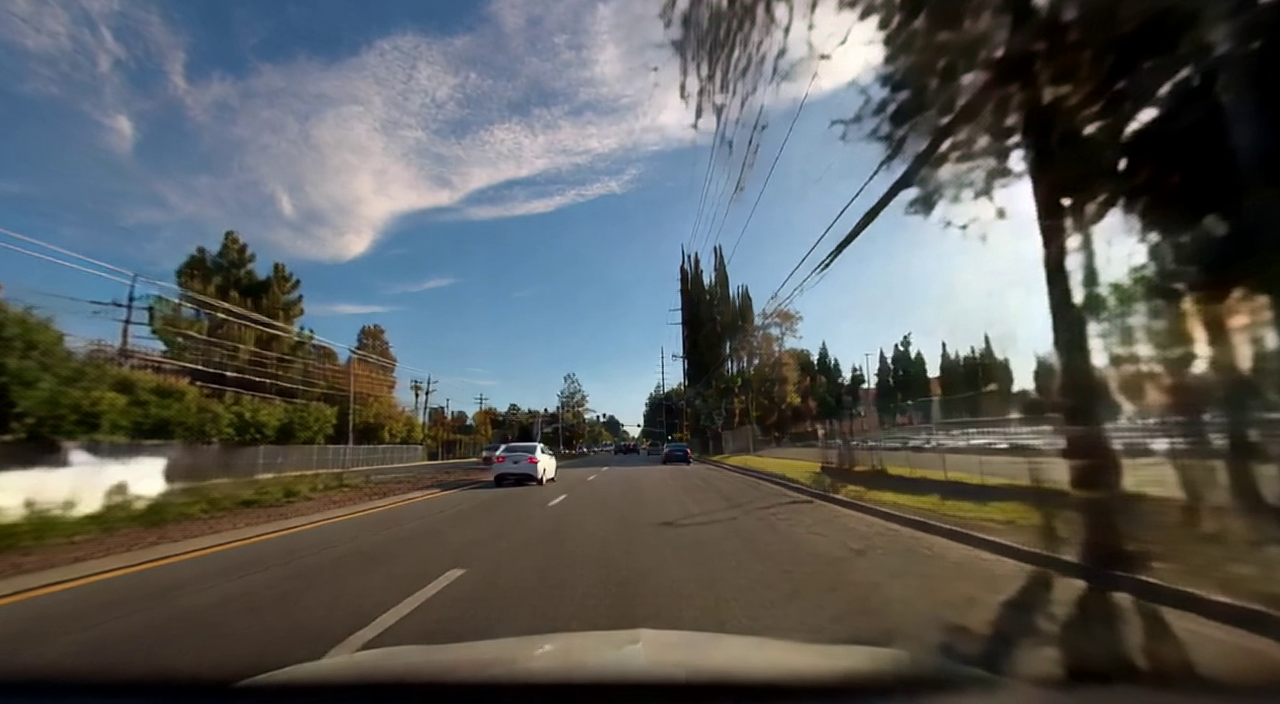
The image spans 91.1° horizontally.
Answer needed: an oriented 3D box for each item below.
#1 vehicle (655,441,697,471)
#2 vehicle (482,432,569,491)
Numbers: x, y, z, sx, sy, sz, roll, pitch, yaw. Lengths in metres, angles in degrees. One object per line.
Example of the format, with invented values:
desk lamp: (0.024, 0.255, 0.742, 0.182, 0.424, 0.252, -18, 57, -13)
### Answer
vehicle: (1.881, 5.647, 34.250, 2.059, 1.486, 3.980, 0, -8, 0)
vehicle: (-3.628, 3.554, 20.721, 1.950, 1.692, 4.397, -1, -8, 1)
